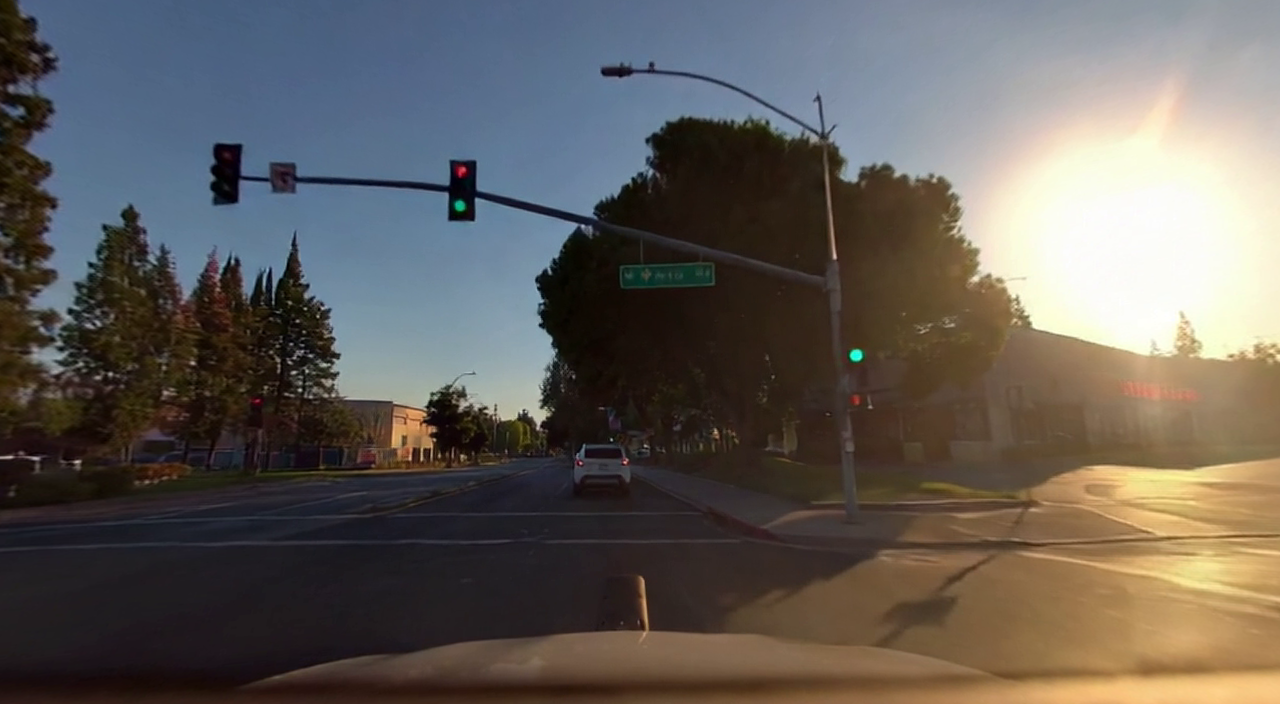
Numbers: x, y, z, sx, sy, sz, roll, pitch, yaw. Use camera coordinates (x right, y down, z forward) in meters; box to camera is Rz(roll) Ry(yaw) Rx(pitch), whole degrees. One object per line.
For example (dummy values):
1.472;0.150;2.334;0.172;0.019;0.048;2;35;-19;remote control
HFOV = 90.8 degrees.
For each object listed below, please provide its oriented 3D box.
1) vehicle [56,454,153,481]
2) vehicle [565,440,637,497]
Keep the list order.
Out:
-35.284;7.604;41.727;4.369;1.669;2.018;1;-9;-5;vehicle
-1.305;3.943;21.602;2.227;1.733;3.930;1;-9;-3;vehicle
